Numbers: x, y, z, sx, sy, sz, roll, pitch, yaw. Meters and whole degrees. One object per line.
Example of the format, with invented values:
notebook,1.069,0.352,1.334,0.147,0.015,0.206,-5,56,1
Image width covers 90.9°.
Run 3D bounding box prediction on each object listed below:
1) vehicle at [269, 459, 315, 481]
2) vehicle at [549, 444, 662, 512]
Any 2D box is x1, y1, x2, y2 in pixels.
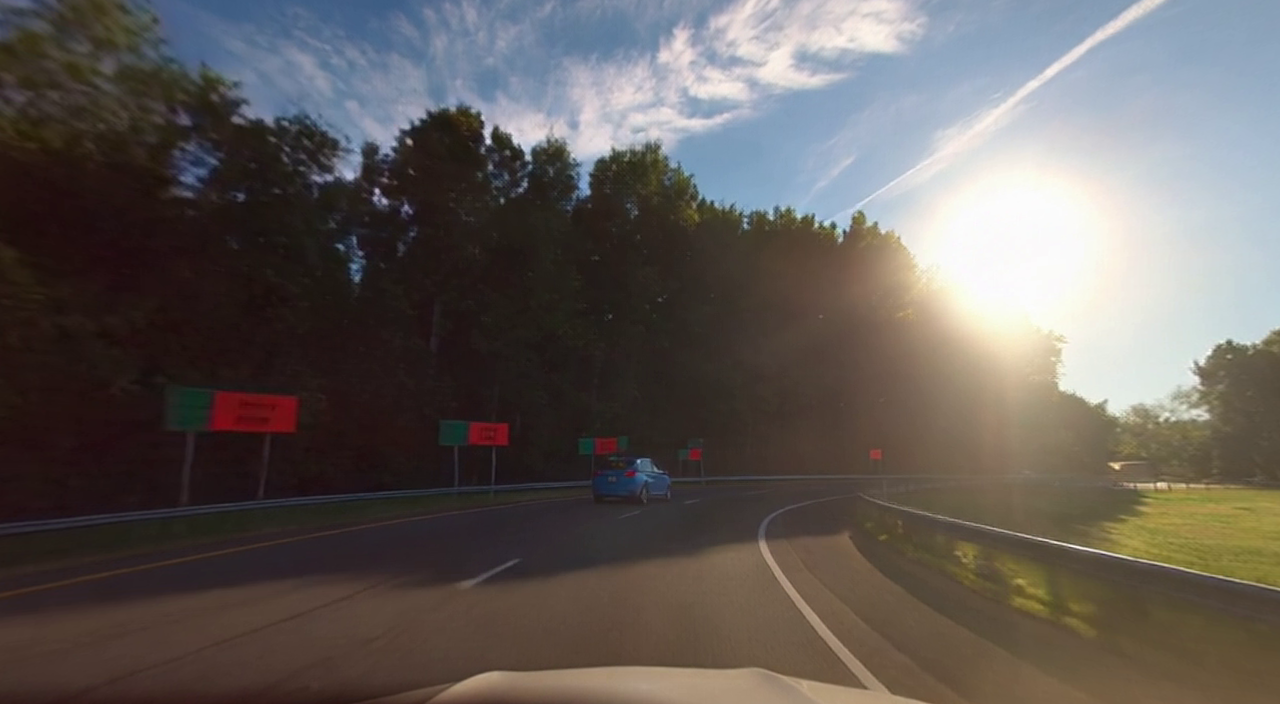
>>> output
vehicle,-24.028,8.159,43.641,1.758,1.470,3.823,3,-11,-13
vehicle,-0.841,3.653,18.533,1.997,1.692,4.422,-2,-11,15
